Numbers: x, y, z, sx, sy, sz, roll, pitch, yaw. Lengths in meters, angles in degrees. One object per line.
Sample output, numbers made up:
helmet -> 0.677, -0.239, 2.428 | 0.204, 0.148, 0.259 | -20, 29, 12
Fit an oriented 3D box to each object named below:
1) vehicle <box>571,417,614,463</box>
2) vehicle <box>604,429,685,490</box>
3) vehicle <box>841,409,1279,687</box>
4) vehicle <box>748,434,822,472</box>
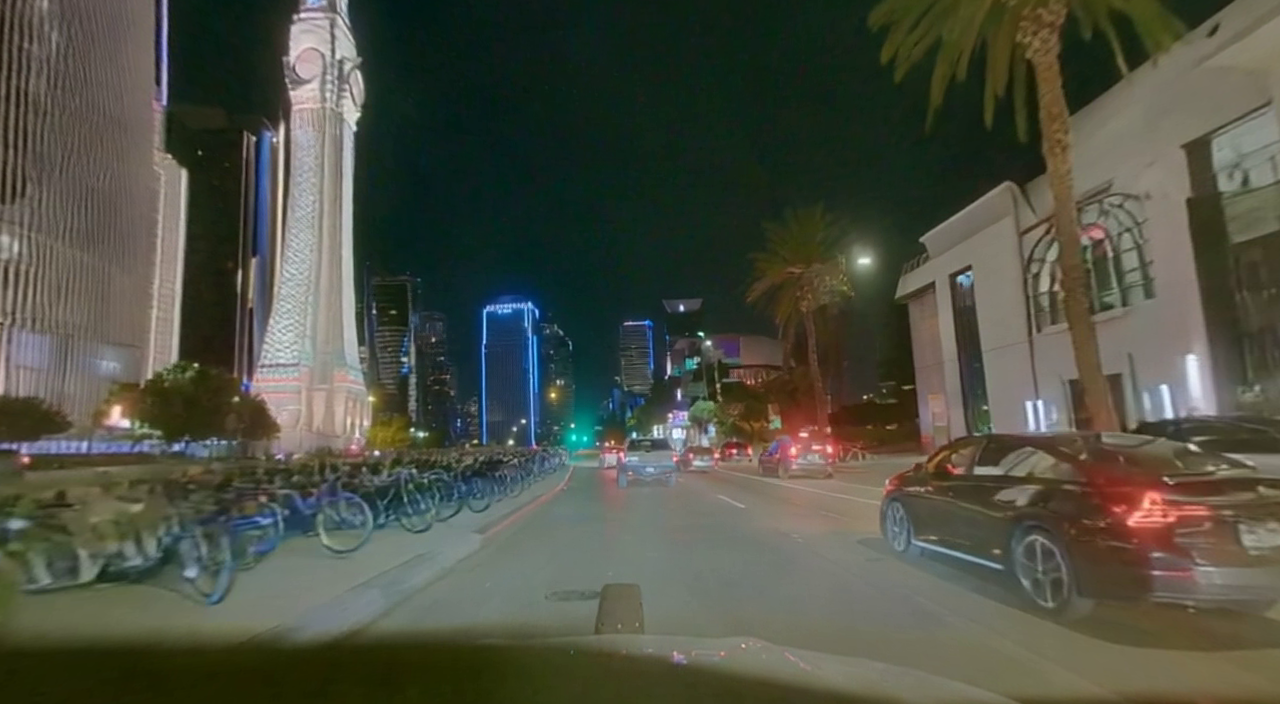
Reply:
vehicle -> -3.327, 5.991, 42.794 | 2.400, 2.872, 6.053 | 1, -9, -9
vehicle -> 0.008, 3.182, 18.887 | 2.111, 1.605, 3.832 | 0, -9, -4
vehicle -> 3.819, 1.426, 5.904 | 2.116, 1.500, 4.702 | 0, -9, -3
vehicle -> 6.903, 4.889, 30.690 | 2.067, 1.641, 4.569 | 1, -9, -7
